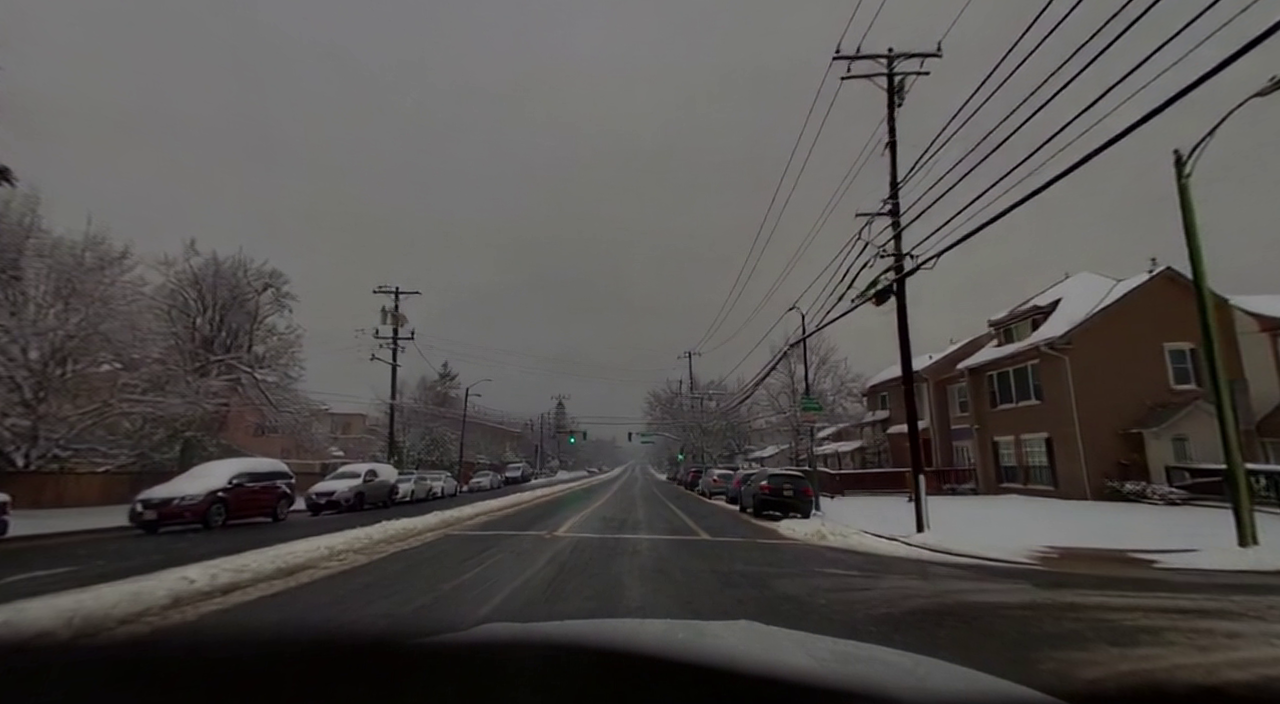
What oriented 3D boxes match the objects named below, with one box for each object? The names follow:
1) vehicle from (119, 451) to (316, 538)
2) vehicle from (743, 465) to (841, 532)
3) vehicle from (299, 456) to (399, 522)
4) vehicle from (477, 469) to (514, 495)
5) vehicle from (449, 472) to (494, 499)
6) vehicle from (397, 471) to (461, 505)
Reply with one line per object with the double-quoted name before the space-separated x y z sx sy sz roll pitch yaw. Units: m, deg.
"vehicle" -11.096 3.702 17.171 2.056 1.980 4.763 0 -9 -1
"vehicle" 4.411 4.278 18.994 1.867 1.680 4.176 0 -9 0
"vehicle" -11.308 5.263 24.877 1.926 1.998 4.447 -4 -6 -1
"vehicle" -11.222 10.116 49.504 1.948 1.777 4.546 0 -9 -2
"vehicle" -11.351 9.016 42.909 1.903 1.535 4.342 0 -9 -1
"vehicle" -11.128 7.203 33.667 2.051 1.520 4.374 0 -9 -2
